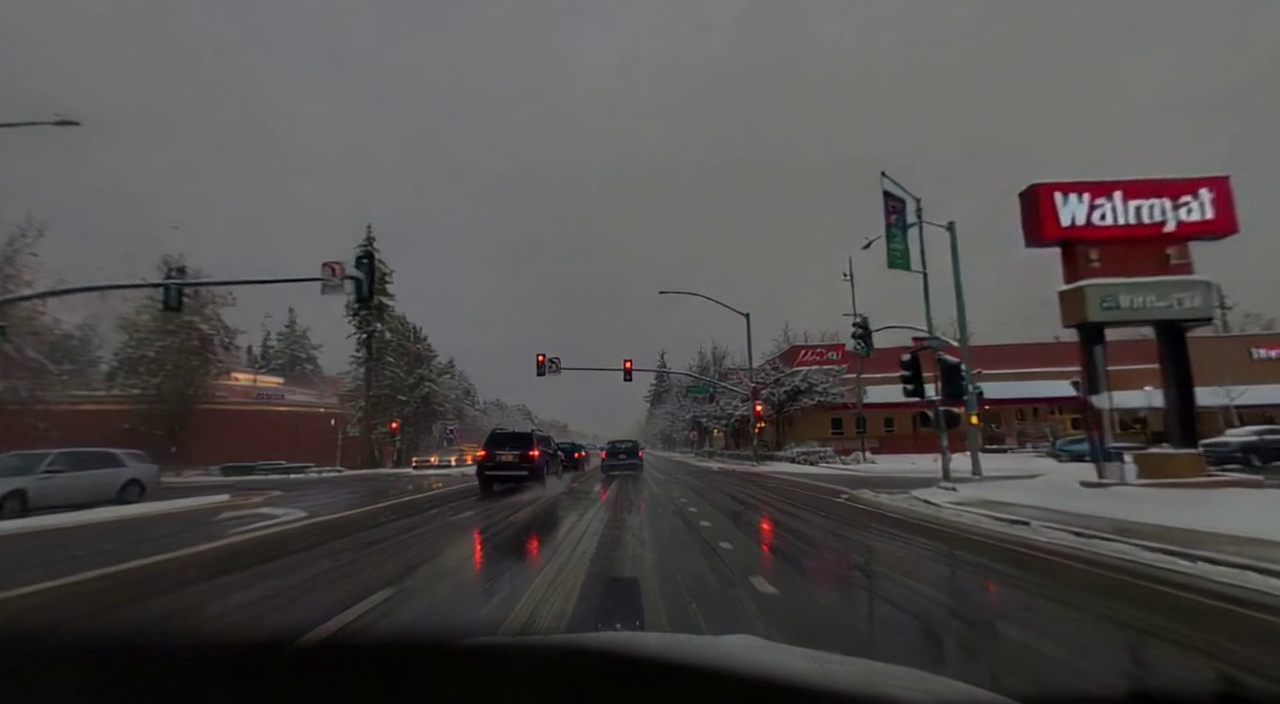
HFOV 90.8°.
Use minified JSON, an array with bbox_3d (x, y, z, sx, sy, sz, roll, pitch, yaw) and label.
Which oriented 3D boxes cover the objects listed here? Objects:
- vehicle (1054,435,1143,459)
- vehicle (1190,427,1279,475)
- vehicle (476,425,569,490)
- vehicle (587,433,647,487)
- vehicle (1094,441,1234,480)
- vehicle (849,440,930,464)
[{"bbox_3d":[31.519,6.526,43.542,4.527,1.513,2.067,-1,-8,-2],"label":"vehicle"},{"bbox_3d":[26.708,4.095,26.560,5.039,1.877,2.076,-1,-8,0],"label":"vehicle"},{"bbox_3d":[-3.978,3.710,22.552,2.252,1.999,5.605,0,-8,0],"label":"vehicle"},{"bbox_3d":[-0.790,3.972,23.570,2.061,1.809,4.141,0,-8,0],"label":"vehicle"},{"bbox_3d":[21.674,4.484,26.228,4.317,1.430,1.782,-1,-8,-5],"label":"vehicle"},{"bbox_3d":[18.740,7.539,47.624,5.209,1.743,2.081,0,-9,-1],"label":"vehicle"}]
